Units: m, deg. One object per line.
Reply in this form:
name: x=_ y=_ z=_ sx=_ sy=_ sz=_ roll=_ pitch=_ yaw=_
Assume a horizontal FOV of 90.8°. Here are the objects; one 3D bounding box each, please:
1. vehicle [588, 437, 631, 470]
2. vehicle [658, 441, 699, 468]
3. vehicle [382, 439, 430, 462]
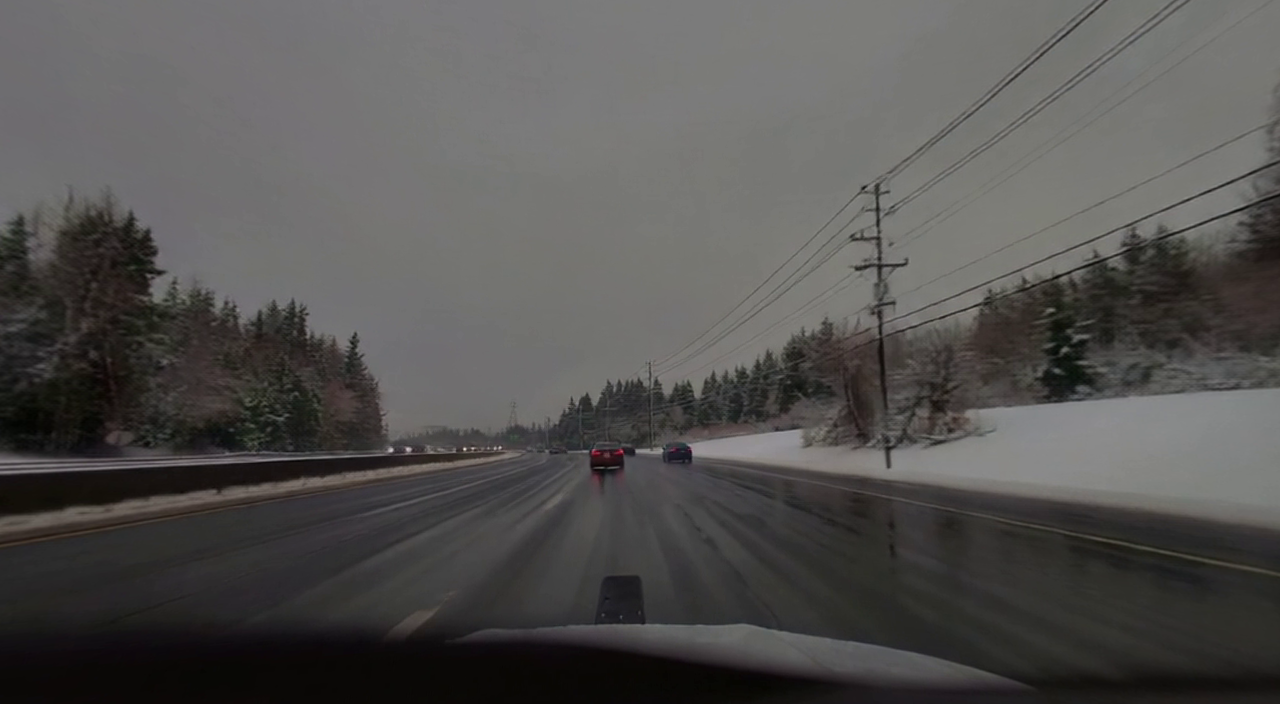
vehicle: x=-1.691 y=5.536 z=34.634 sx=2.188 sy=1.714 sz=3.921 roll=0 pitch=-8 yaw=-3
vehicle: x=2.174 y=5.950 z=36.802 sx=1.789 sy=1.503 sz=3.897 roll=1 pitch=-8 yaw=-5
vehicle: x=-16.248 y=6.851 z=44.112 sx=1.890 sy=1.507 sz=4.764 roll=1 pitch=-8 yaw=-4
